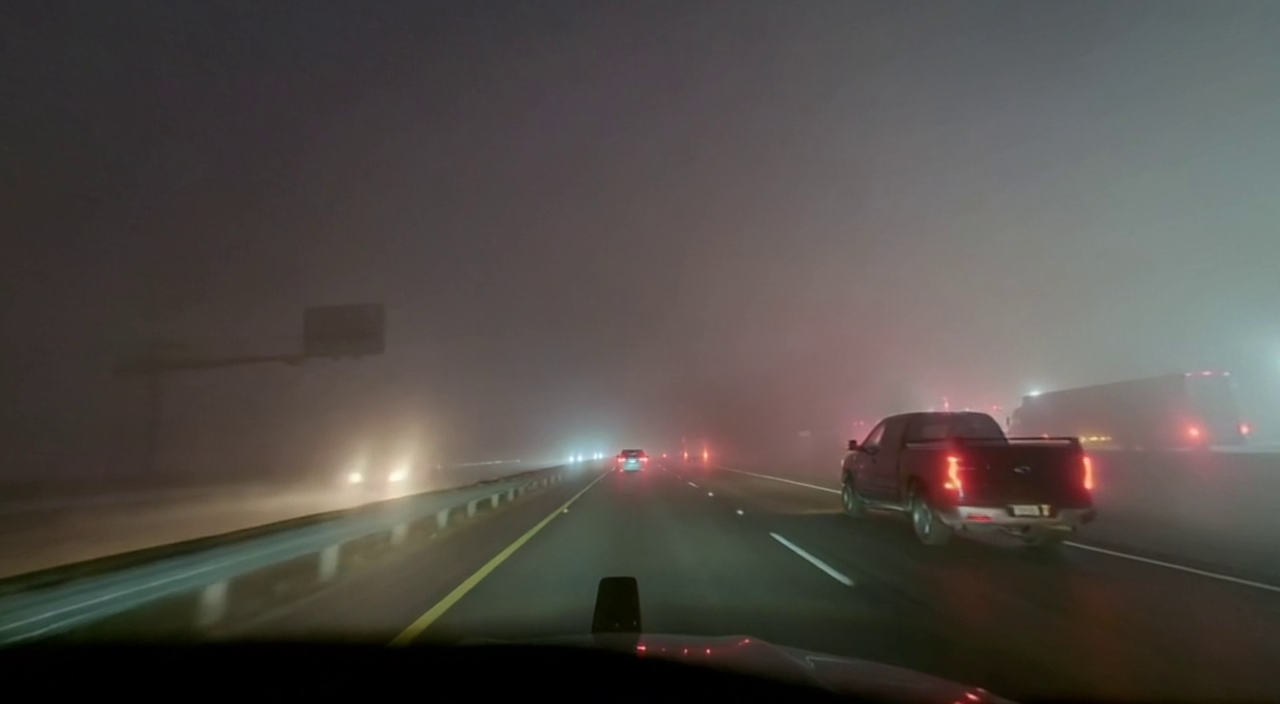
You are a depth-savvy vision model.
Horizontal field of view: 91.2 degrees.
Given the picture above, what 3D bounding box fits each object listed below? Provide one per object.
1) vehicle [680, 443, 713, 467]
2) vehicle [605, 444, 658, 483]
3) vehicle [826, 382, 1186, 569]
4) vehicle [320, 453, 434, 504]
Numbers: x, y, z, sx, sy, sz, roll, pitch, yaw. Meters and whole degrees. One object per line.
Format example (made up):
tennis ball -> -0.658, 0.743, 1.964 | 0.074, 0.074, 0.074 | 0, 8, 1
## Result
vehicle -> 4.043, 7.452, 45.367 | 1.936, 1.589, 3.915 | 0, -9, 0
vehicle -> -0.325, 4.624, 26.174 | 2.029, 1.483, 3.769 | 0, -9, 0
vehicle -> 4.588, 1.674, 9.090 | 2.261, 1.952, 4.784 | 0, -9, 0
vehicle -> -8.891, 4.294, 21.730 | 1.912, 1.532, 4.610 | -1, -9, 1
